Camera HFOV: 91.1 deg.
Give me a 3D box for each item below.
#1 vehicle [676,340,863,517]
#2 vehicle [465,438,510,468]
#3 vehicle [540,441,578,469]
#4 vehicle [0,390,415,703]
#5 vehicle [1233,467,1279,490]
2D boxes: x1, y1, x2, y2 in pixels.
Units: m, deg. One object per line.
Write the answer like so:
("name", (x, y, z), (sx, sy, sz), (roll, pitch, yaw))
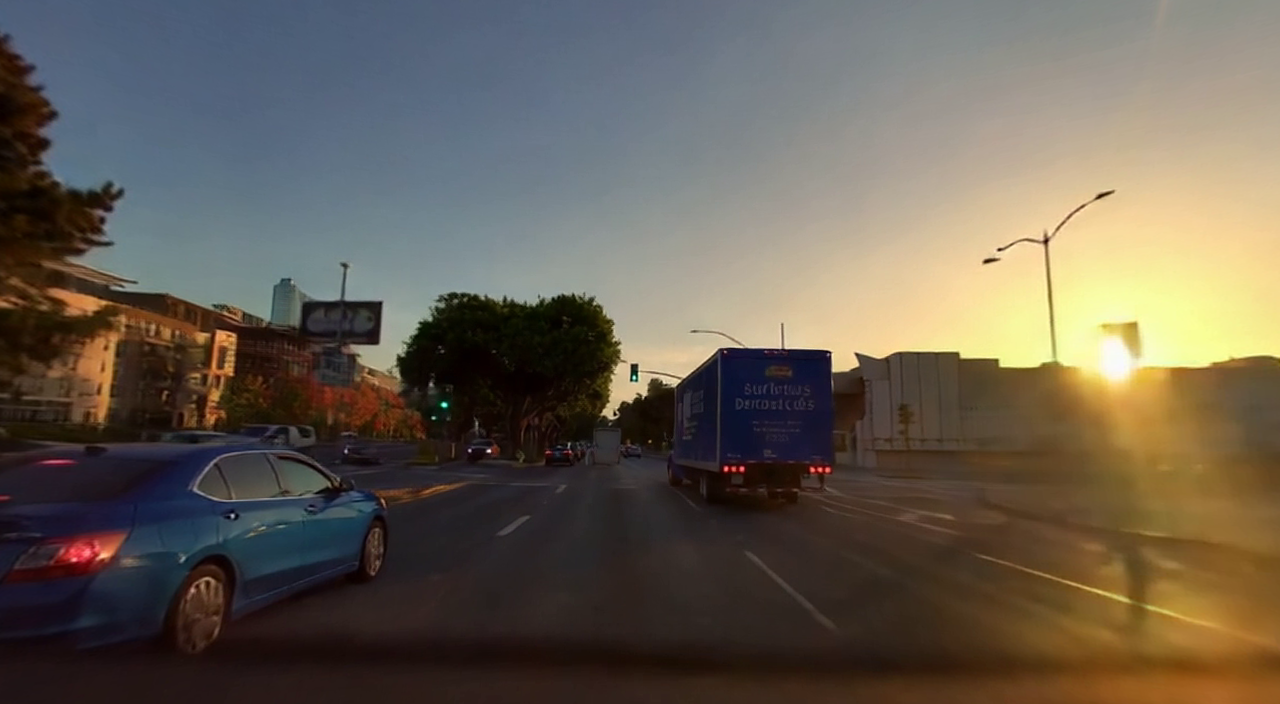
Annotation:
("vehicle", (2.916, 2.197, 17.299), (2.905, 3.644, 8.441), (0, -9, -3))
("vehicle", (-10.245, 6.810, 42.499), (2.374, 1.863, 4.751), (1, -9, -7))
("vehicle", (-5.518, 7.042, 43.183), (2.388, 1.811, 4.455), (1, -9, -5))
("vehicle", (-3.371, 1.226, 4.487), (1.828, 1.515, 4.422), (0, -9, 1))
("vehicle", (47.808, 9.530, 47.381), (5.053, 1.542, 2.169), (3, -9, -19))
